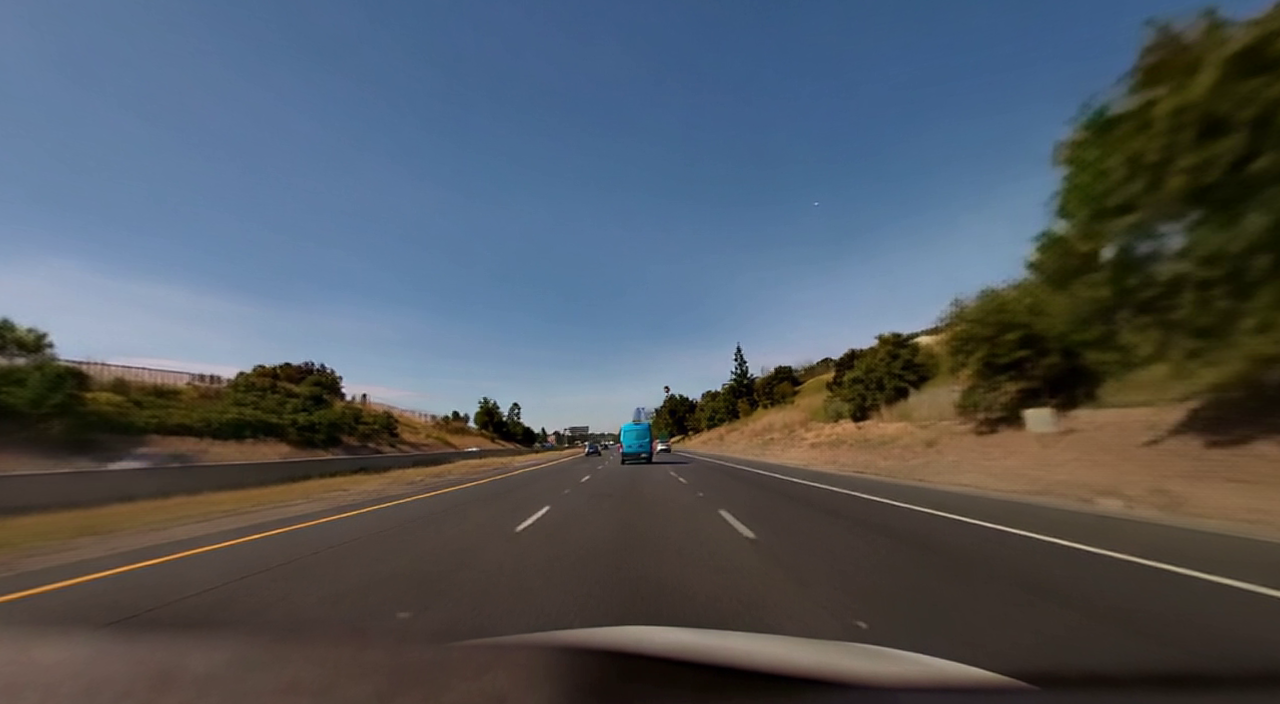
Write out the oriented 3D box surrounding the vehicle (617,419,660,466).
[{"bbox_3d":[-0.102,5.265,36.544,2.329,2.483,5.428,0,-8,0],"label":"vehicle"}]
